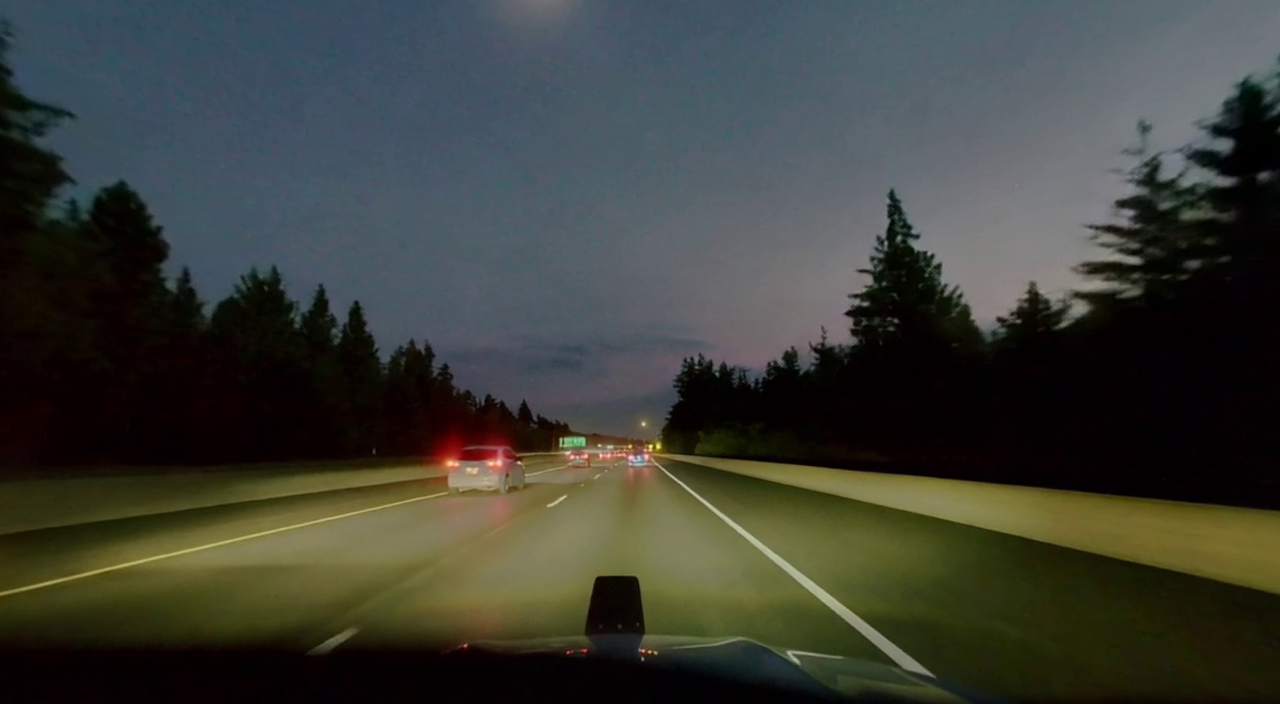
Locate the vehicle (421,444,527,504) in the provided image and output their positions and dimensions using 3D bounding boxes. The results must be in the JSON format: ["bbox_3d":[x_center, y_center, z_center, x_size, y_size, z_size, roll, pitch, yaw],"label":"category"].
[{"bbox_3d":[-4.599,3.412,18.159,1.838,1.508,4.317,0,-9,0],"label":"vehicle"}]
